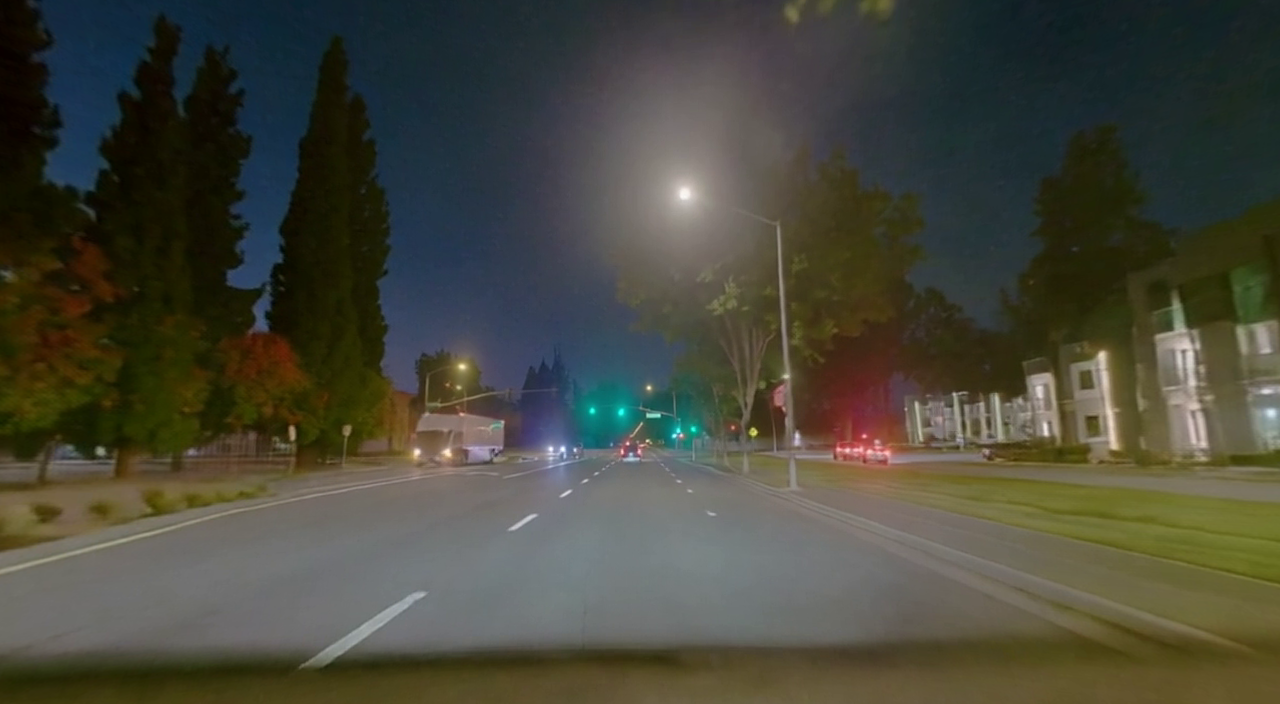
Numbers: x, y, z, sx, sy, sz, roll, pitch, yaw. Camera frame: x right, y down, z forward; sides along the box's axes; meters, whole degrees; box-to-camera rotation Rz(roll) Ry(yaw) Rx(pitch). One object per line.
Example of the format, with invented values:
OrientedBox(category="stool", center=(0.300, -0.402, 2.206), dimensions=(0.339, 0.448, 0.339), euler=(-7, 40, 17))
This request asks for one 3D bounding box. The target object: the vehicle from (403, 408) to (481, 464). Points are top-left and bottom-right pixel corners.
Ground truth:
OrientedBox(category="vehicle", center=(-15.372, 6.685, 49.934), dimensions=(3.193, 3.952, 9.170), euler=(0, -8, 0))
